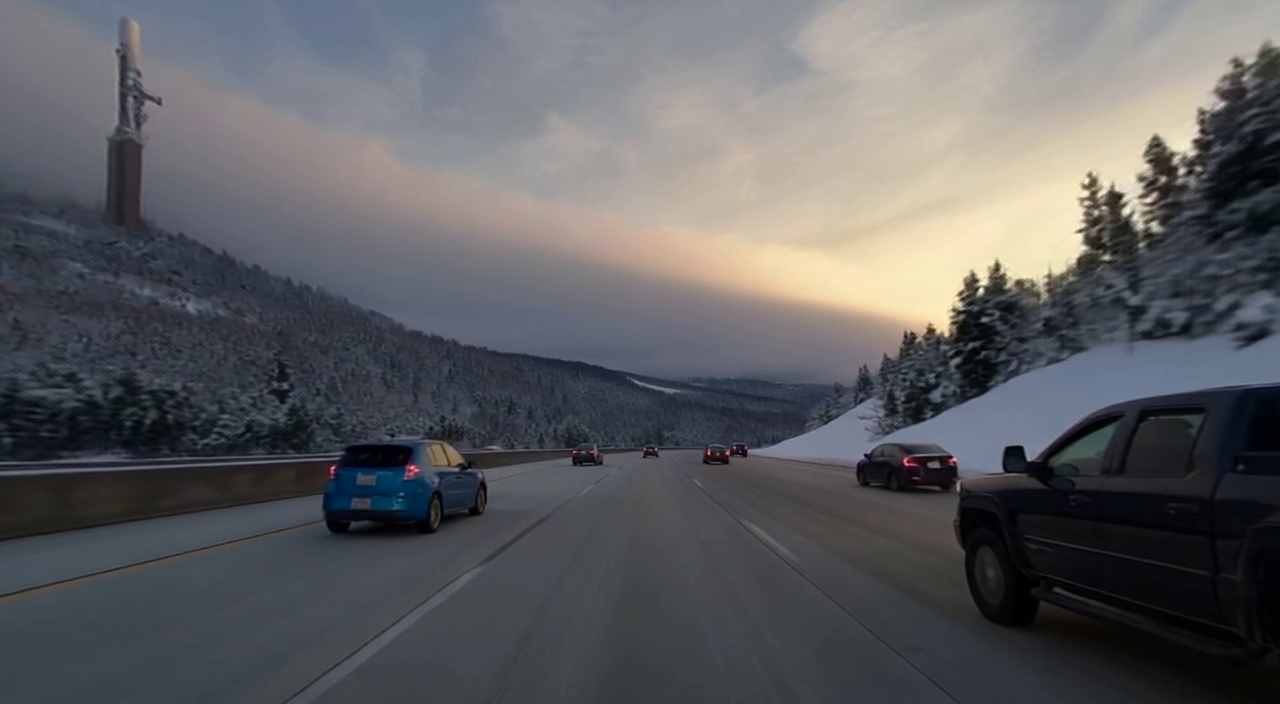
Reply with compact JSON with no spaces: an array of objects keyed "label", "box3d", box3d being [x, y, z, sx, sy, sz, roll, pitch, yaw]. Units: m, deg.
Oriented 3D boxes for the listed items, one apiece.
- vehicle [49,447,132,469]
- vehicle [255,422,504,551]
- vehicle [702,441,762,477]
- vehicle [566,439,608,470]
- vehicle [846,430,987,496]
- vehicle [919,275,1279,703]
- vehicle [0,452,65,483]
[{"label":"vehicle","box3d":[-41.134,7.937,47.347,1.843,1.548,4.804,0,-9,1]},{"label":"vehicle","box3d":[-3.845,2.069,10.408,2.113,1.636,4.494,0,-9,1]},{"label":"vehicle","box3d":[4.040,4.777,28.401,2.046,1.471,4.333,0,-9,0]},{"label":"vehicle","box3d":[-3.126,6.130,37.857,2.021,1.679,4.310,-1,-9,2]},{"label":"vehicle","box3d":[7.594,3.092,17.926,1.986,1.633,4.430,0,-9,0]},{"label":"vehicle","box3d":[3.462,0.742,2.780,2.098,1.925,5.171,0,-9,1]},{"label":"vehicle","box3d":[-32.570,5.926,32.428,1.717,1.467,4.403,0,-8,2]}]
